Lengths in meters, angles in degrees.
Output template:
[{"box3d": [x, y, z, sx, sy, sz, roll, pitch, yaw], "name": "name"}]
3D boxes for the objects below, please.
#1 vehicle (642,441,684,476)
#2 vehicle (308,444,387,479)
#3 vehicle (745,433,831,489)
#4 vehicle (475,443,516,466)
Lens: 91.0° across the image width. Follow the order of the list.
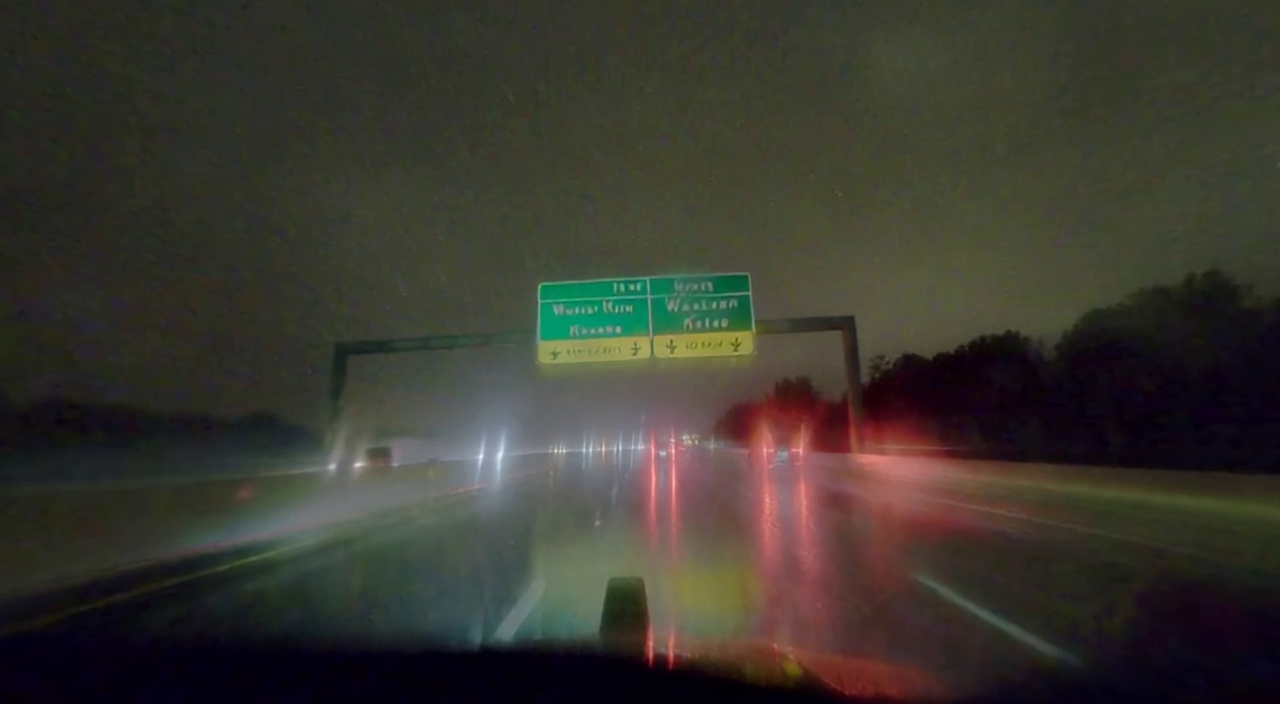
[{"box3d": [0.971, 4.553, 27.183, 1.683, 1.400, 3.868, 0, -8, 1], "name": "vehicle"}, {"box3d": [-14.879, 5.581, 32.263, 1.894, 1.632, 4.208, -1, -8, 2], "name": "vehicle"}, {"box3d": [4.575, 3.412, 20.081, 1.770, 1.566, 4.282, 0, -8, 1], "name": "vehicle"}, {"box3d": [-10.504, 7.478, 46.068, 1.904, 1.548, 4.097, 0, -8, 2], "name": "vehicle"}]
